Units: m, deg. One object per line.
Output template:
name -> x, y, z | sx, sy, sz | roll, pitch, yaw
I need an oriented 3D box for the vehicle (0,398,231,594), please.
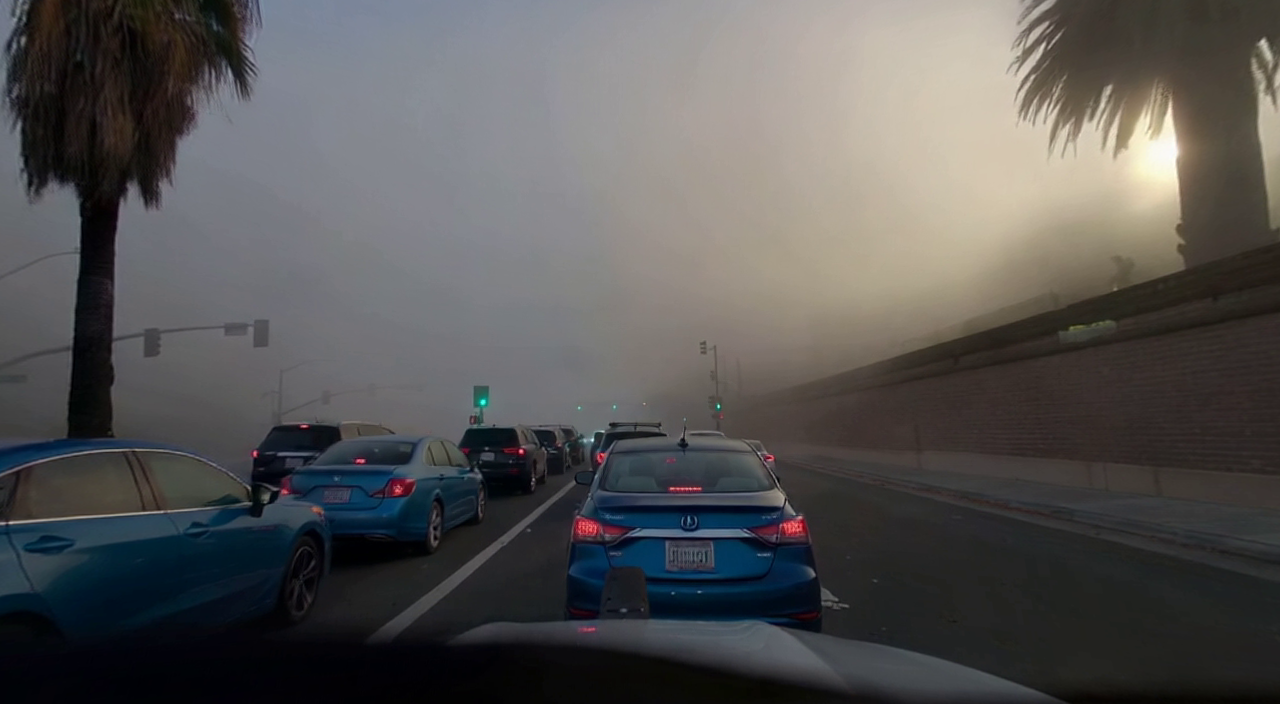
vehicle -> -6.672, 1.400, 6.393 | 1.963, 1.721, 4.662 | 0, -8, -2

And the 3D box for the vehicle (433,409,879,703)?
vehicle -> 0.038, 1.334, 5.205 | 2.128, 1.473, 4.272 | 0, -8, -1

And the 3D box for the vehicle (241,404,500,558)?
vehicle -> -3.534, 1.776, 9.289 | 2.055, 1.746, 4.136 | 0, -8, -1
